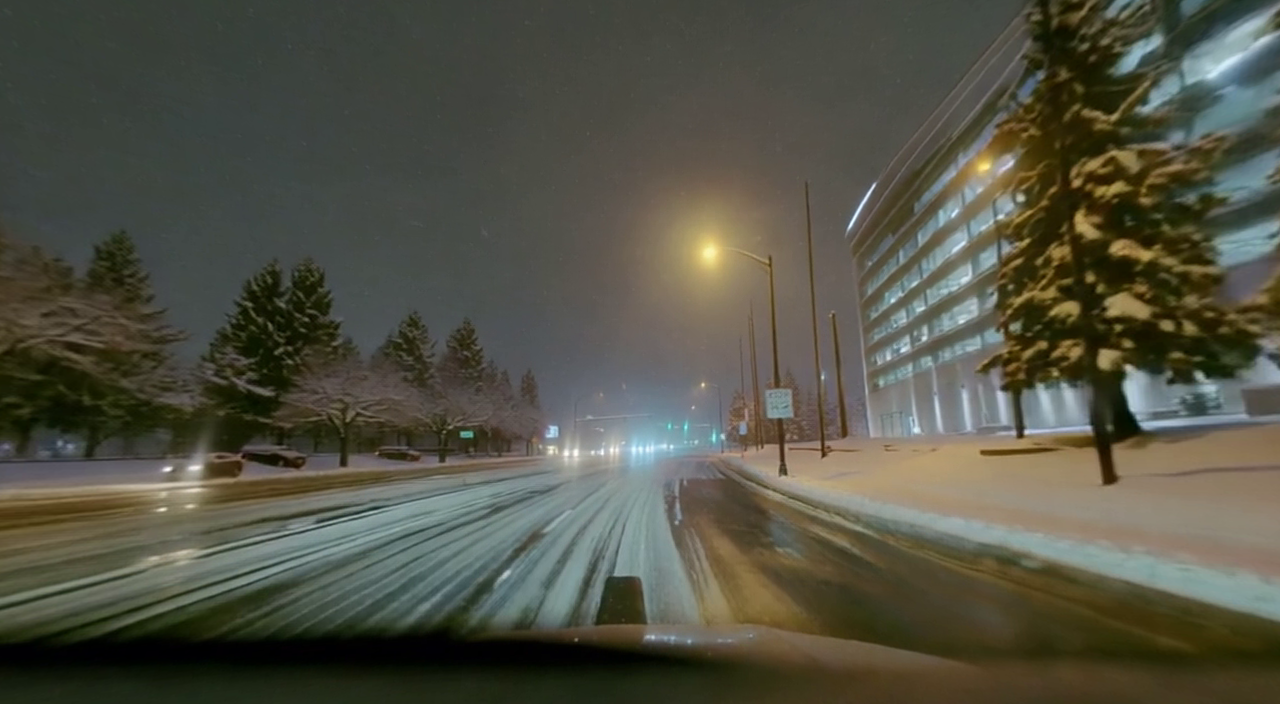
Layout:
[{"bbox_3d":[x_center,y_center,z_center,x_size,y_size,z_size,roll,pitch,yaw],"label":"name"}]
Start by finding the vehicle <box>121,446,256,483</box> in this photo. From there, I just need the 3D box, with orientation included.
[{"bbox_3d":[-20.579,5.108,28.713,4.783,1.579,2.157,-1,-9,9],"label":"vehicle"}]

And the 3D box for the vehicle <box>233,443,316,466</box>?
[{"bbox_3d":[-26.327,7.379,45.255,4.816,1.655,1.928,-1,-9,4],"label":"vehicle"}]
